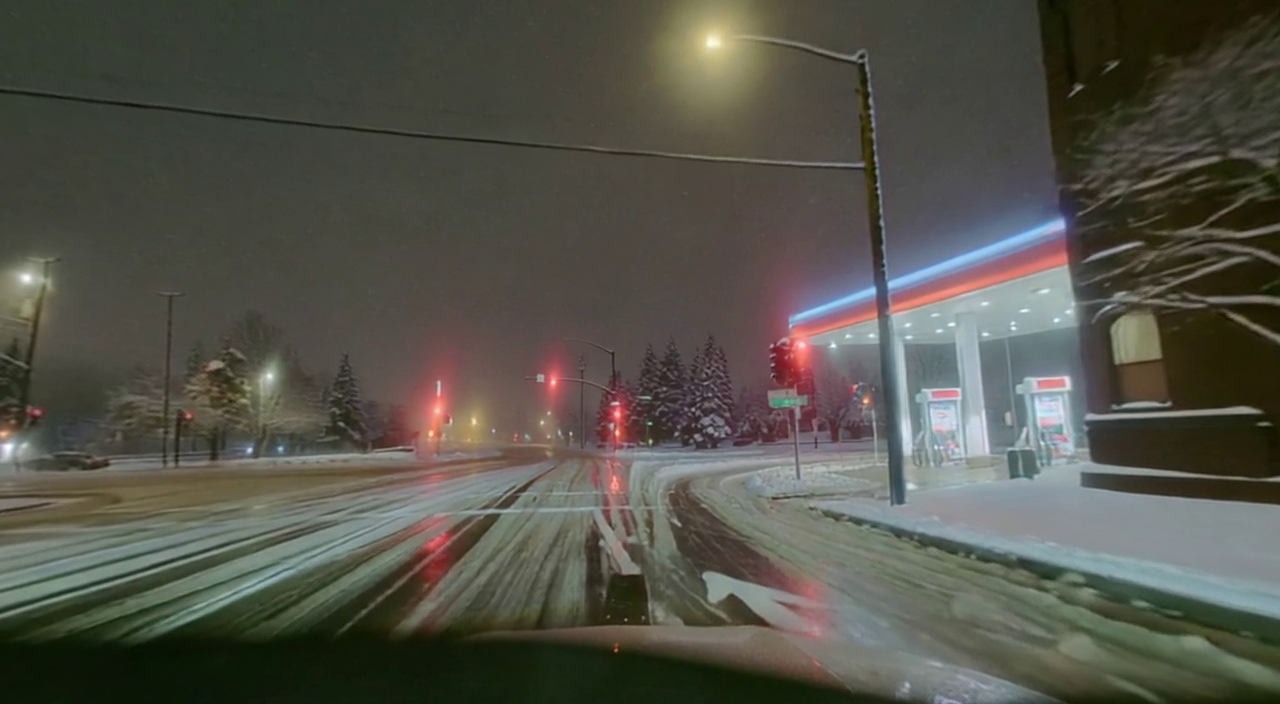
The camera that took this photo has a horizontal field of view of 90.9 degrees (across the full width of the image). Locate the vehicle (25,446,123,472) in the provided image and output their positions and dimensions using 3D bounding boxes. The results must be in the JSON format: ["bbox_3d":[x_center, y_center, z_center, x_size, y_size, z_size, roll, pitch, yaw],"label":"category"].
[{"bbox_3d":[-43.660,8.238,48.813,2.013,1.811,5.508,-1,-8,8],"label":"vehicle"}]
